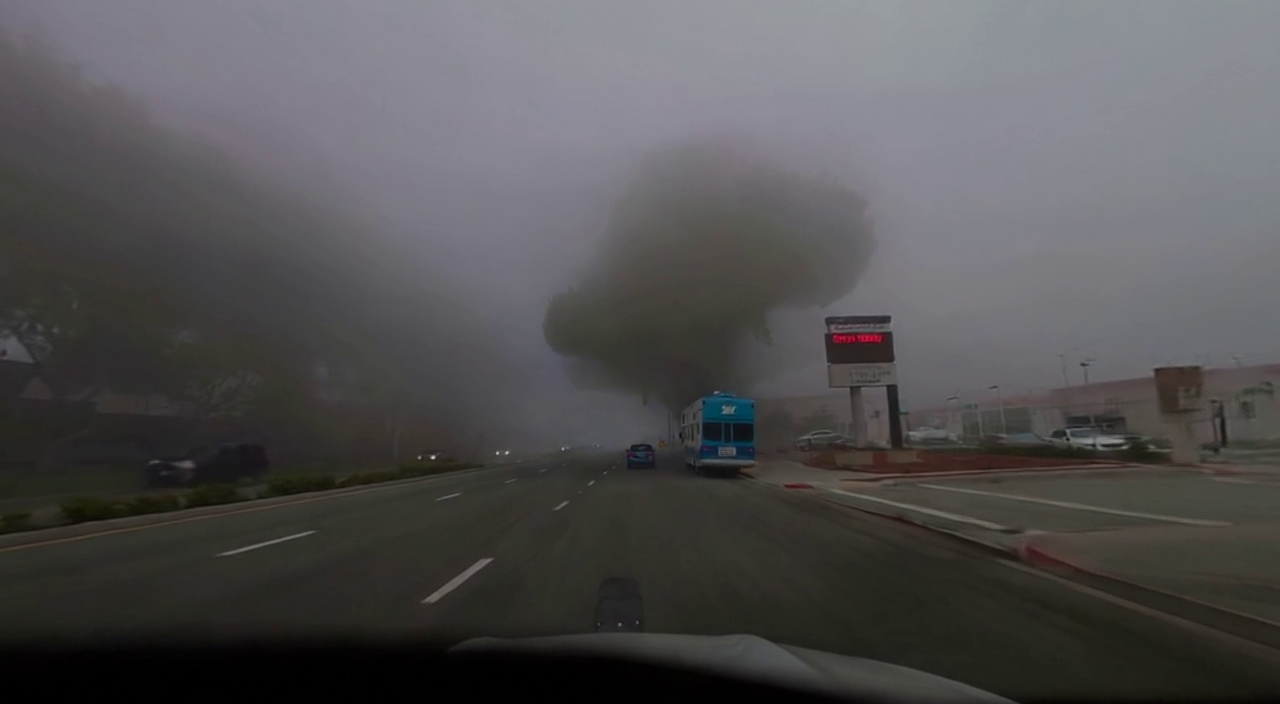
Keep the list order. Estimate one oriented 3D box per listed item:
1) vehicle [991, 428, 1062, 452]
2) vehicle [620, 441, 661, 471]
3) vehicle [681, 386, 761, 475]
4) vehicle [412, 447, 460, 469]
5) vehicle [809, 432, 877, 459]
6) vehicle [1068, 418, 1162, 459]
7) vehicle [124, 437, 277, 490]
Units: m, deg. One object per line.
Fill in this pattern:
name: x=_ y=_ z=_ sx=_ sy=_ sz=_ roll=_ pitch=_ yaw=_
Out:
vehicle: x=25.918 y=5.900 z=42.380 sx=4.196 sy=1.520 sz=1.953 roll=4 pitch=-10 yaw=-25
vehicle: x=0.002 y=5.713 z=34.832 sx=2.103 sy=1.506 sz=4.742 roll=0 pitch=-9 yaw=-1
vehicle: x=3.875 y=4.127 z=32.310 sx=2.896 sy=3.921 sz=8.415 roll=0 pitch=-9 yaw=0
vehicle: x=-14.682 y=7.664 z=45.718 sx=1.836 sy=1.498 sz=4.518 roll=0 pitch=-9 yaw=1
vehicle: x=13.722 y=6.334 z=42.766 sx=4.037 sy=1.538 sz=1.912 roll=-7 pitch=-10 yaw=25
vehicle: x=23.467 y=4.251 z=31.196 sx=4.430 sy=1.659 sz=1.905 roll=1 pitch=-10 yaw=-30
vehicle: x=-15.031 y=3.825 z=22.003 sx=1.983 sy=1.630 sz=4.568 roll=0 pitch=-9 yaw=1
